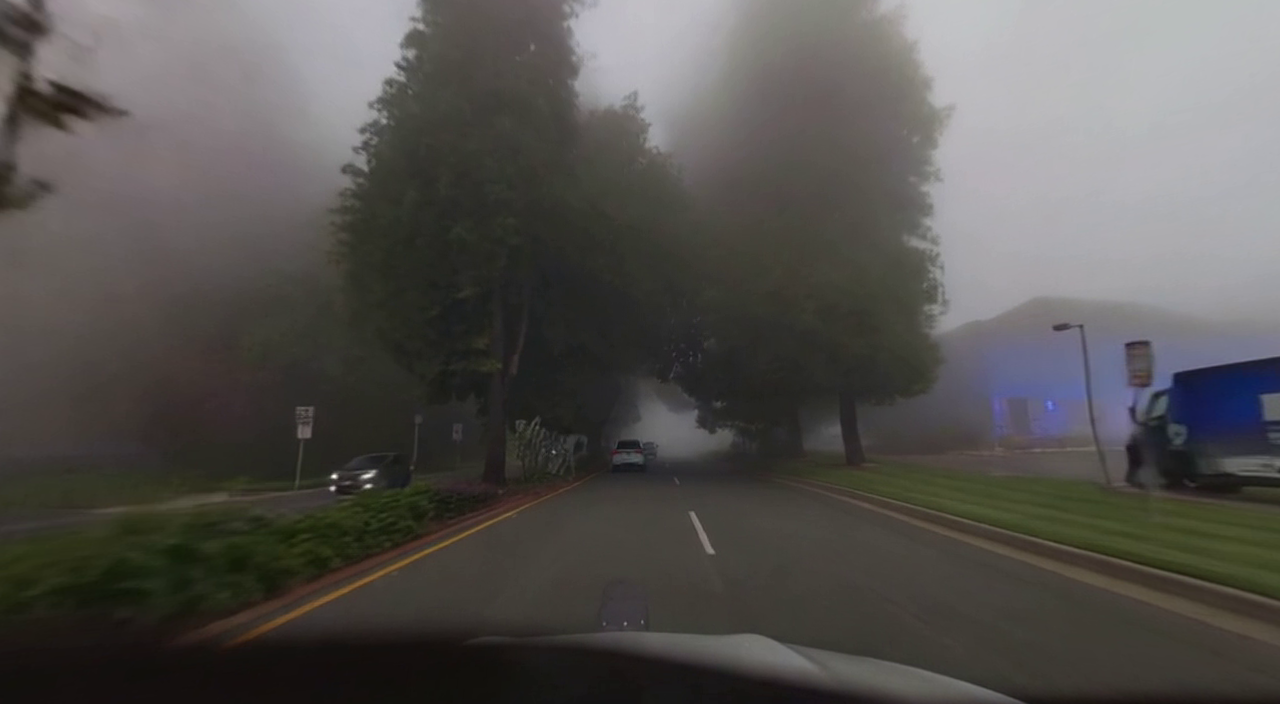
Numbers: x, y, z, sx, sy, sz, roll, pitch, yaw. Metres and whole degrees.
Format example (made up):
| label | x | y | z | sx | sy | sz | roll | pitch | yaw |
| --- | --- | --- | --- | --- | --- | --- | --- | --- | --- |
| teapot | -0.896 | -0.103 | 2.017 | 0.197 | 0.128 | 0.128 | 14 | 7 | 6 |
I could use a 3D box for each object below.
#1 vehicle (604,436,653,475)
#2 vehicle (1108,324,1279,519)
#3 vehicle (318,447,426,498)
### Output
| label | x | y | z | sx | sy | sz | roll | pitch | yaw |
| --- | --- | --- | --- | --- | --- | --- | --- | --- | --- |
| vehicle | -0.464 | 4.905 | 30.063 | 2.129 | 1.713 | 4.314 | 0 | -8 | 2 |
| vehicle | 13.622 | 1.145 | 11.053 | 2.794 | 3.710 | 10.785 | -3 | -8 | 2 |
| vehicle | -9.420 | 4.220 | 22.564 | 1.908 | 1.616 | 3.988 | 0 | -8 | 3 |
